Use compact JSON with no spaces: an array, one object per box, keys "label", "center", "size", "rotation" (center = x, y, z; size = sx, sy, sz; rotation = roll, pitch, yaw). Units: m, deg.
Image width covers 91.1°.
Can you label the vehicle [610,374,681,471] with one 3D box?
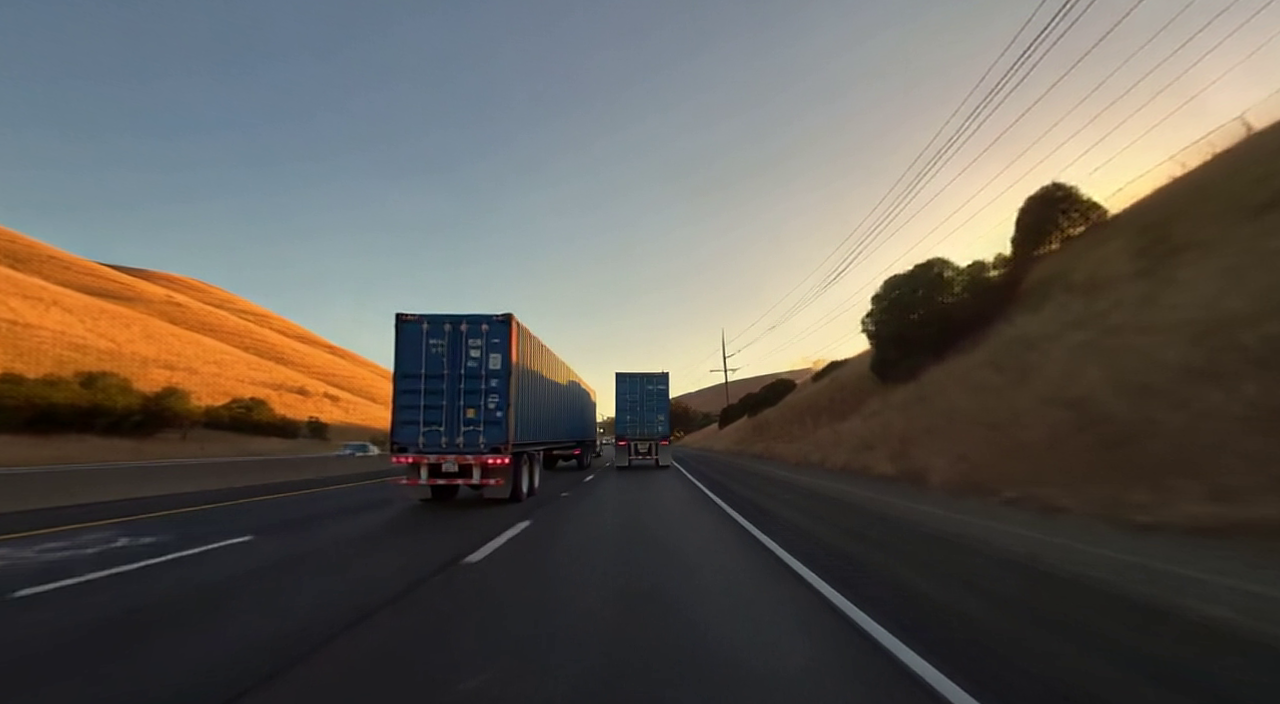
[{"label":"vehicle","center":[0.112,3.812,32.463],"size":[3.006,4.120,11.586],"rotation":[0,-8,-1]}]

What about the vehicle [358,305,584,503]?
[{"label":"vehicle","center":[-4.078,2.005,19.836],"size":[3.065,4.105,13.706],"rotation":[0,-8,1]}]
